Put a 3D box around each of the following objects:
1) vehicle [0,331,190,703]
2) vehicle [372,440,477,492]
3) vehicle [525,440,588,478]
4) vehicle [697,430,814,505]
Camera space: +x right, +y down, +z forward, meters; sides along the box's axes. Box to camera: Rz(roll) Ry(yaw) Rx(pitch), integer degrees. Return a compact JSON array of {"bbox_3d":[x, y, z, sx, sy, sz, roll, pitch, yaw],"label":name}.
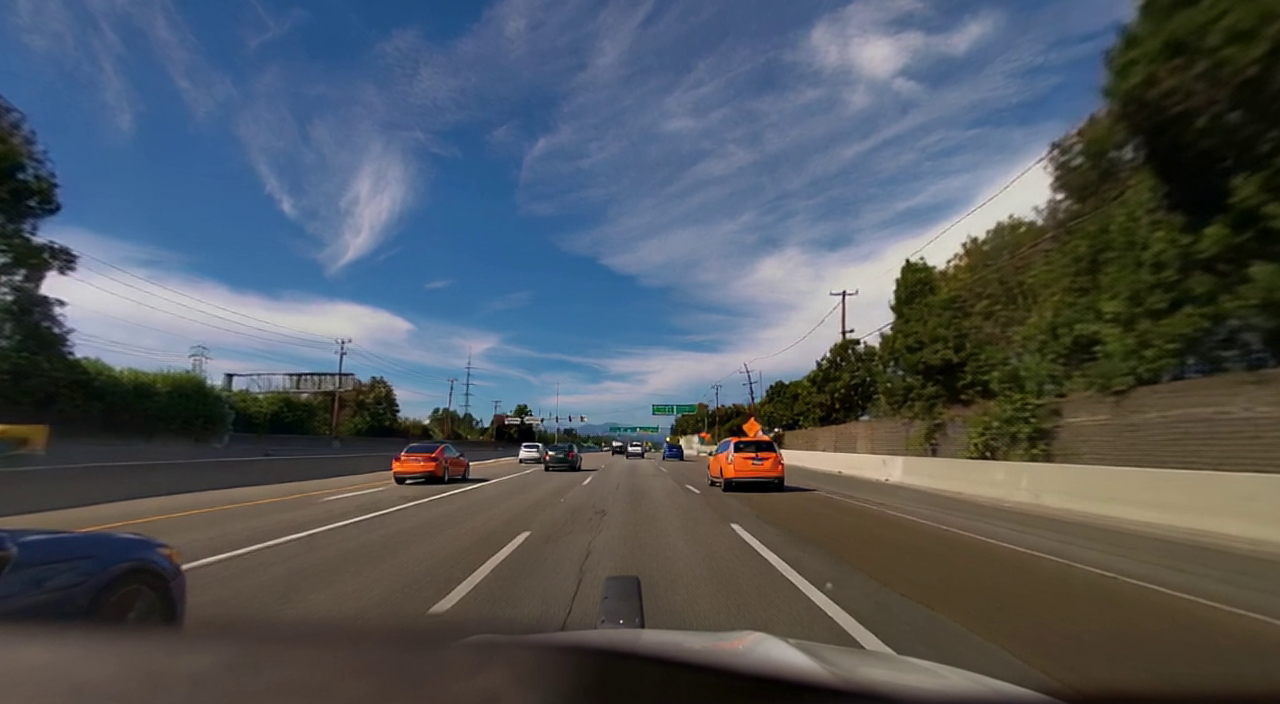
[{"bbox_3d":[-3.236,0.595,0.835,2.104,1.707,4.338,0,-8,-1],"label":"vehicle"},{"bbox_3d":[-6.713,3.575,20.209,1.903,1.482,4.180,0,-8,-1],"label":"vehicle"},{"bbox_3d":[-3.455,4.541,27.081,2.066,1.488,4.377,0,-8,1],"label":"vehicle"},{"bbox_3d":[2.806,2.925,16.463,2.100,1.659,4.387,0,-8,-1],"label":"vehicle"}]
